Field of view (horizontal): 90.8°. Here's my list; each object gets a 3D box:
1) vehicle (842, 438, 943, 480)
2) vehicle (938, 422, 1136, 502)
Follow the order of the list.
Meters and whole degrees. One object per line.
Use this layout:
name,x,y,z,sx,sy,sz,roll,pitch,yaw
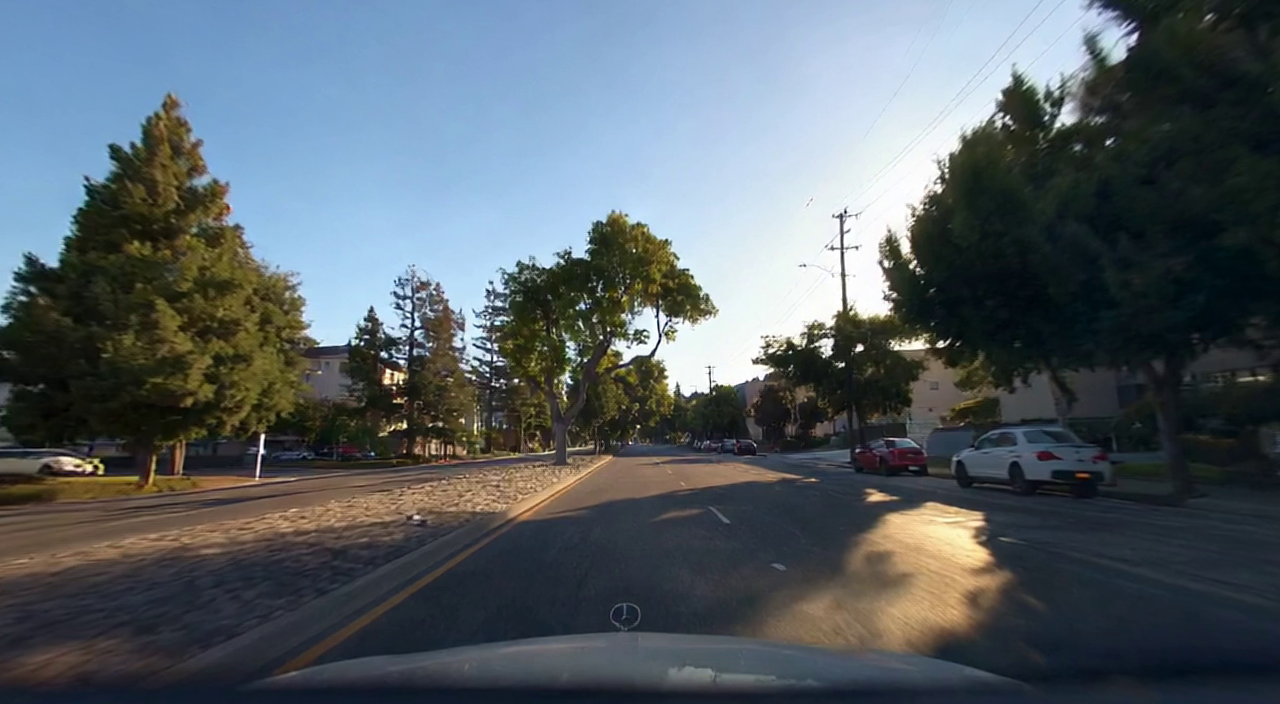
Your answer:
vehicle,9.894,4.239,25.244,1.996,1.488,4.810,0,-8,0
vehicle,9.846,2.755,16.246,2.018,1.742,4.547,0,-8,-1
